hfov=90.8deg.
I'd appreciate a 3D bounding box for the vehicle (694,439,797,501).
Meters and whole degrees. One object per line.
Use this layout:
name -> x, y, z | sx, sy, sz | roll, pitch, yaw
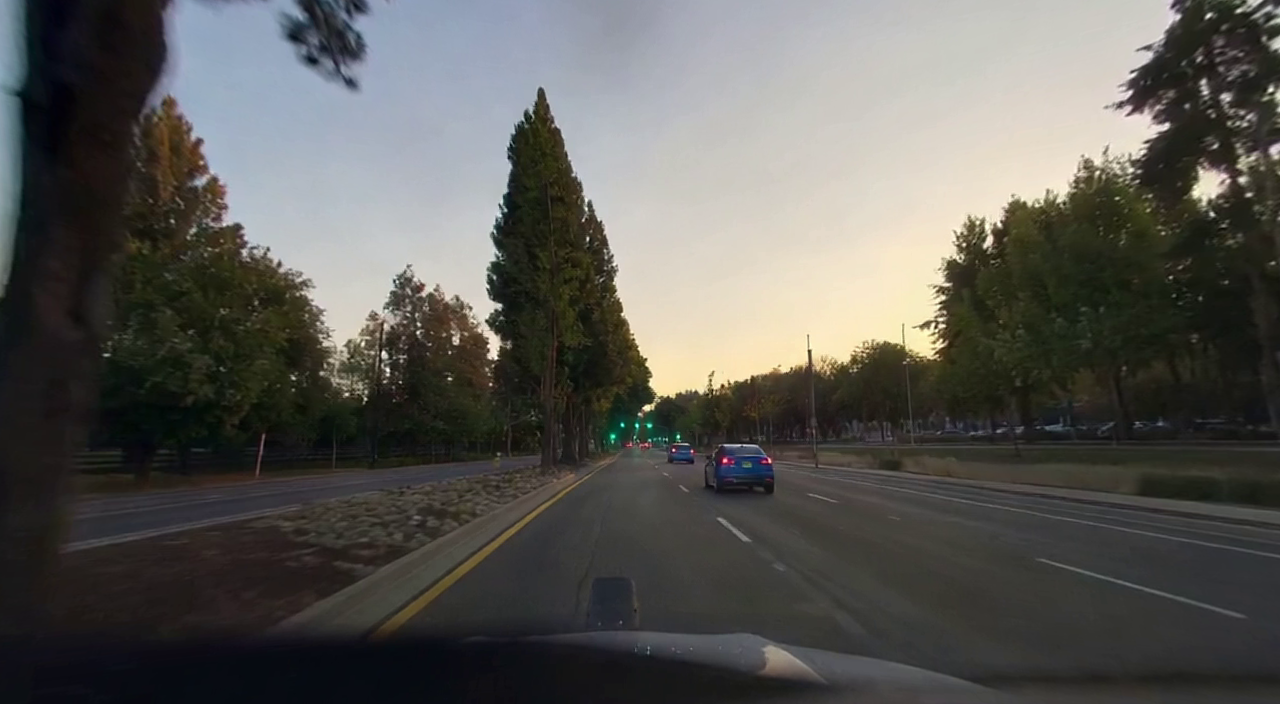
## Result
vehicle -> 2.766, 3.204, 17.610 | 2.056, 1.483, 4.091 | 0, -8, -2
